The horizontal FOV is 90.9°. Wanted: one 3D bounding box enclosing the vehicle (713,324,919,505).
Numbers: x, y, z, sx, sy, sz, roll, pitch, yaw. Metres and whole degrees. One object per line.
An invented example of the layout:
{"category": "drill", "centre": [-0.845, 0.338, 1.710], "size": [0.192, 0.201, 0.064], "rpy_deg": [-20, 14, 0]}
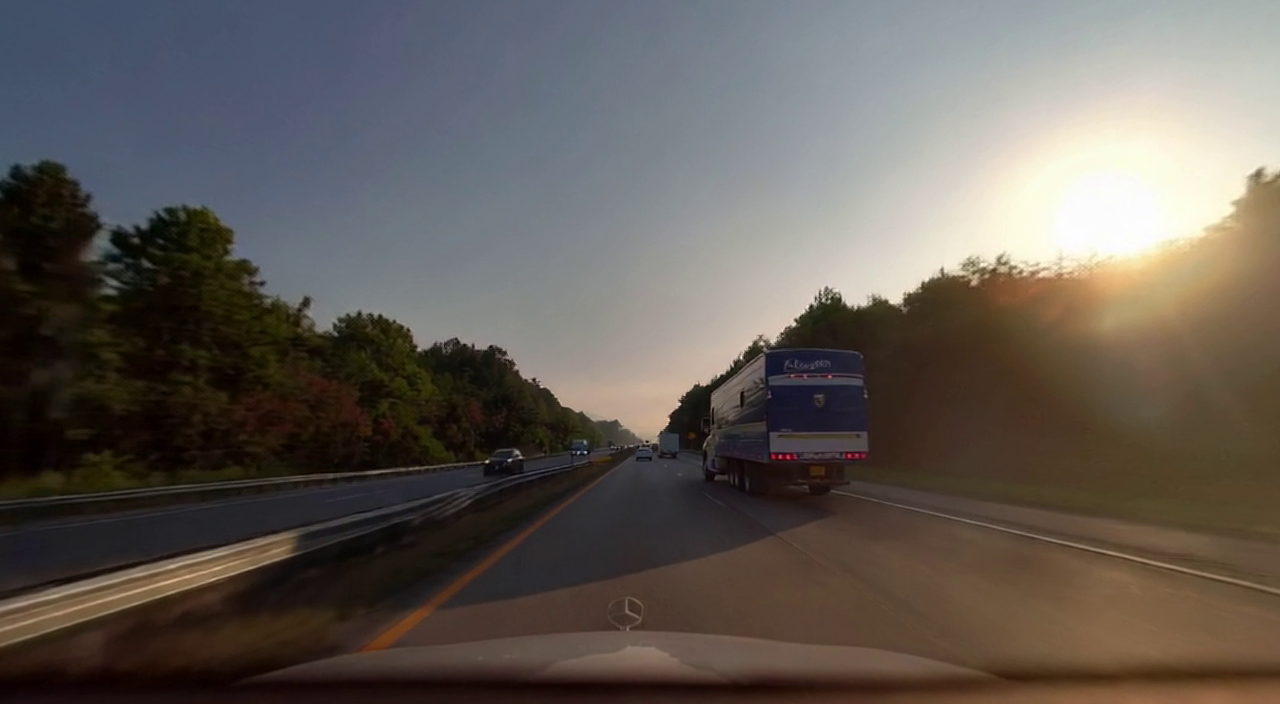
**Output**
{"category": "vehicle", "centre": [4.811, 2.497, 21.543], "size": [2.939, 4.129, 14.300], "rpy_deg": [0, -9, 0]}

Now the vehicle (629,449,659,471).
{"category": "vehicle", "centre": [0.250, 7.213, 42.273], "size": [1.926, 1.386, 3.615], "rpy_deg": [0, -9, 0]}

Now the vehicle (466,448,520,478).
{"category": "vehicle", "centre": [-8.453, 6.442, 36.706], "size": [2.081, 1.624, 4.314], "rpy_deg": [0, -9, 0]}
